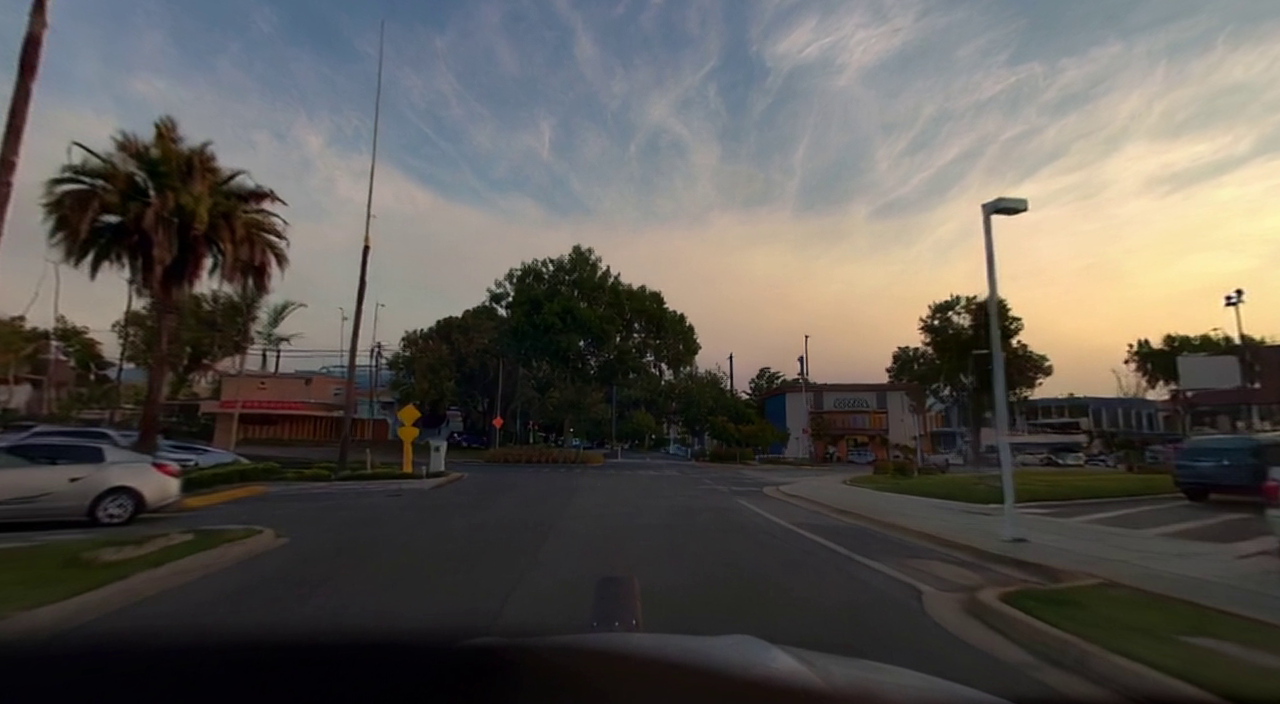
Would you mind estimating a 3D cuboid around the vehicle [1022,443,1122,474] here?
[{"bbox_3d":[27.499,6.769,40.298,4.839,1.845,2.037,0,-8,-2],"label":"vehicle"}]

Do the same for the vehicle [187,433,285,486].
[{"bbox_3d":[-12.789,3.429,20.318,1.860,1.485,4.641,4,-10,-23],"label":"vehicle"}]

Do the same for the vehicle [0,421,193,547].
[{"bbox_3d":[-8.463,1.552,7.465,2.086,1.434,4.809,-3,-9,18],"label":"vehicle"}]

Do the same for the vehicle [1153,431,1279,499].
[{"bbox_3d":[17.447,3.048,17.263,2.043,1.721,4.722,2,-8,-27],"label":"vehicle"}]
